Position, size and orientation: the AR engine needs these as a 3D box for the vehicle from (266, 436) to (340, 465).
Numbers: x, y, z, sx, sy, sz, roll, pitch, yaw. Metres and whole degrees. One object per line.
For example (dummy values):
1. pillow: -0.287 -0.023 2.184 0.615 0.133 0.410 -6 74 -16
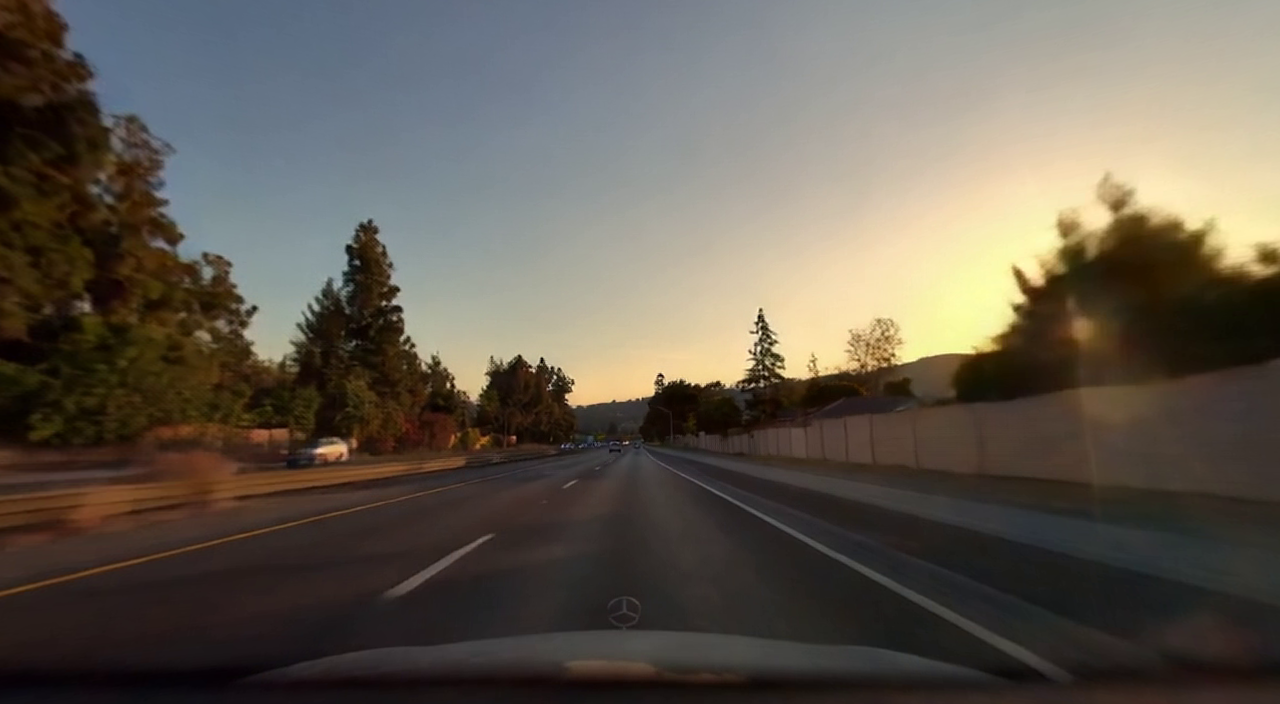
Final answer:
1. vehicle: -25.604 7.504 48.197 2.319 2.056 5.913 0 -8 0
